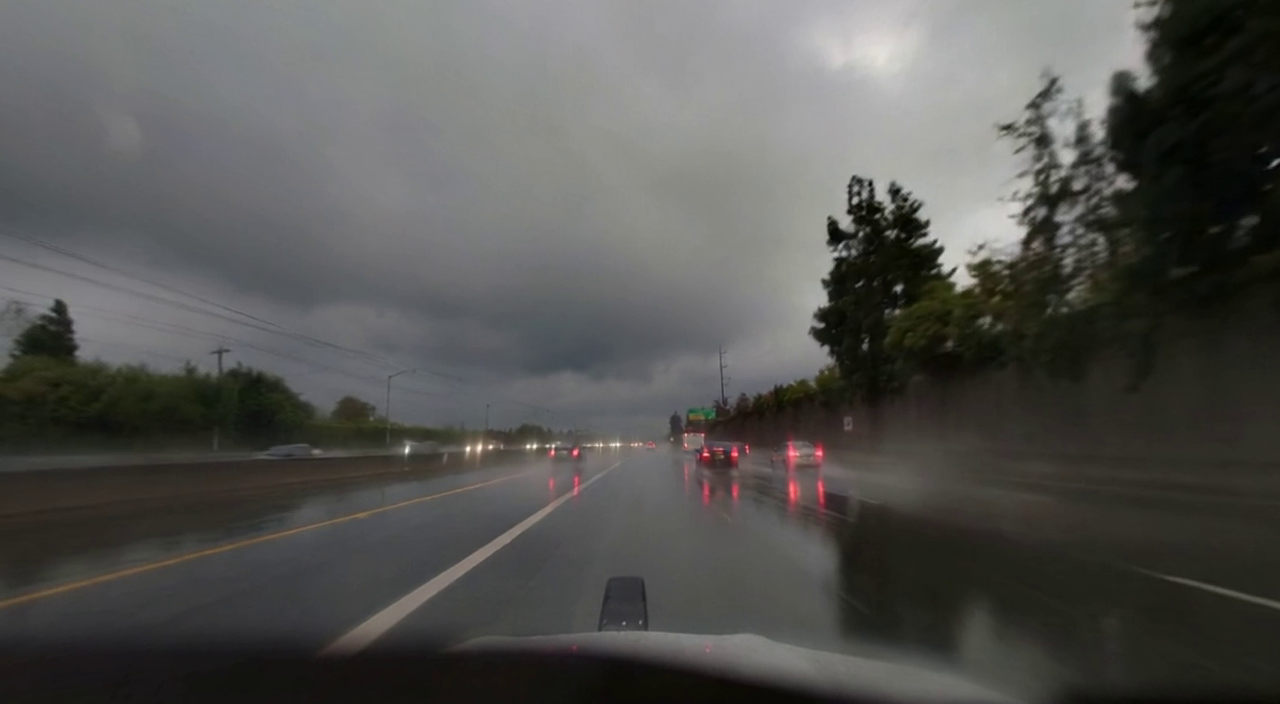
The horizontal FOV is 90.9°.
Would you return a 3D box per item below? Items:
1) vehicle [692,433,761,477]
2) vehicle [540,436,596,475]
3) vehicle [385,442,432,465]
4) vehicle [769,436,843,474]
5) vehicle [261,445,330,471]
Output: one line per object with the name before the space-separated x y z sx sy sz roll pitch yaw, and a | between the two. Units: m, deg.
vehicle | 3.462 4.208 26.036 2.146 1.639 4.475 -1 -8 -1
vehicle | -3.381 4.967 30.548 2.106 1.682 4.395 -1 -8 2
vehicle | -15.901 7.005 43.548 1.777 1.474 3.706 -1 -8 1
vehicle | 7.348 4.606 28.500 1.988 1.518 4.856 -1 -8 0
vehicle | -20.985 6.448 38.632 1.752 1.436 4.162 -1 -8 2
